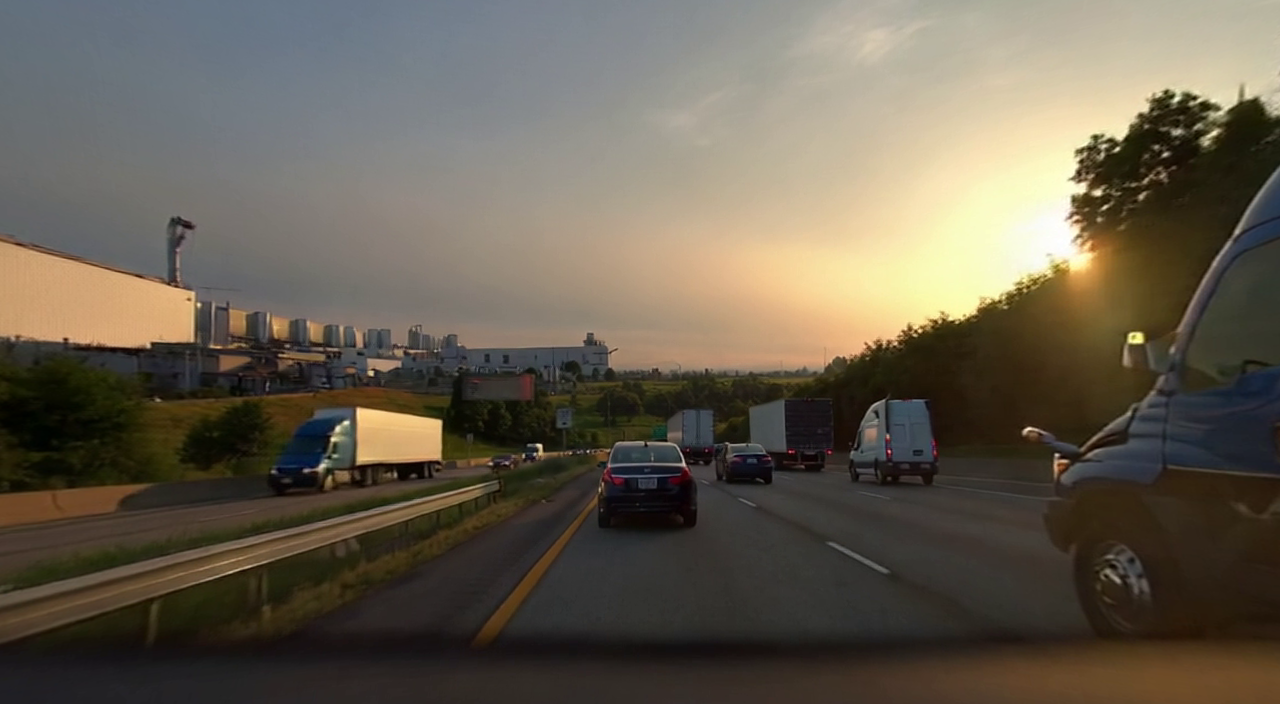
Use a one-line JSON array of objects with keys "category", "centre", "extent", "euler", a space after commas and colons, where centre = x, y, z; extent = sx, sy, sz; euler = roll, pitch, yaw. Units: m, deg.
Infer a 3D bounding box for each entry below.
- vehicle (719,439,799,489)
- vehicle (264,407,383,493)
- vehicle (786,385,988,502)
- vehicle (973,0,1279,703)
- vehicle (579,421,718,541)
[{"category": "vehicle", "centre": [3.910, 3.767, 21.285], "extent": [1.859, 1.512, 3.711], "euler": [0, -9, -2]}, {"category": "vehicle", "centre": [-16.101, 5.042, 32.454], "extent": [3.025, 3.994, 5.884], "euler": [0, -9, -1]}, {"category": "vehicle", "centre": [8.039, 3.306, 22.585], "extent": [2.799, 3.188, 10.578], "euler": [0, -9, -1]}, {"category": "vehicle", "centre": [4.230, -0.177, 1.890], "extent": [2.987, 3.877, 5.881], "euler": [0, -9, 0]}, {"category": "vehicle", "centre": [0.129, 2.089, 10.623], "extent": [1.965, 1.664, 3.428], "euler": [-1, -9, 0]}]
